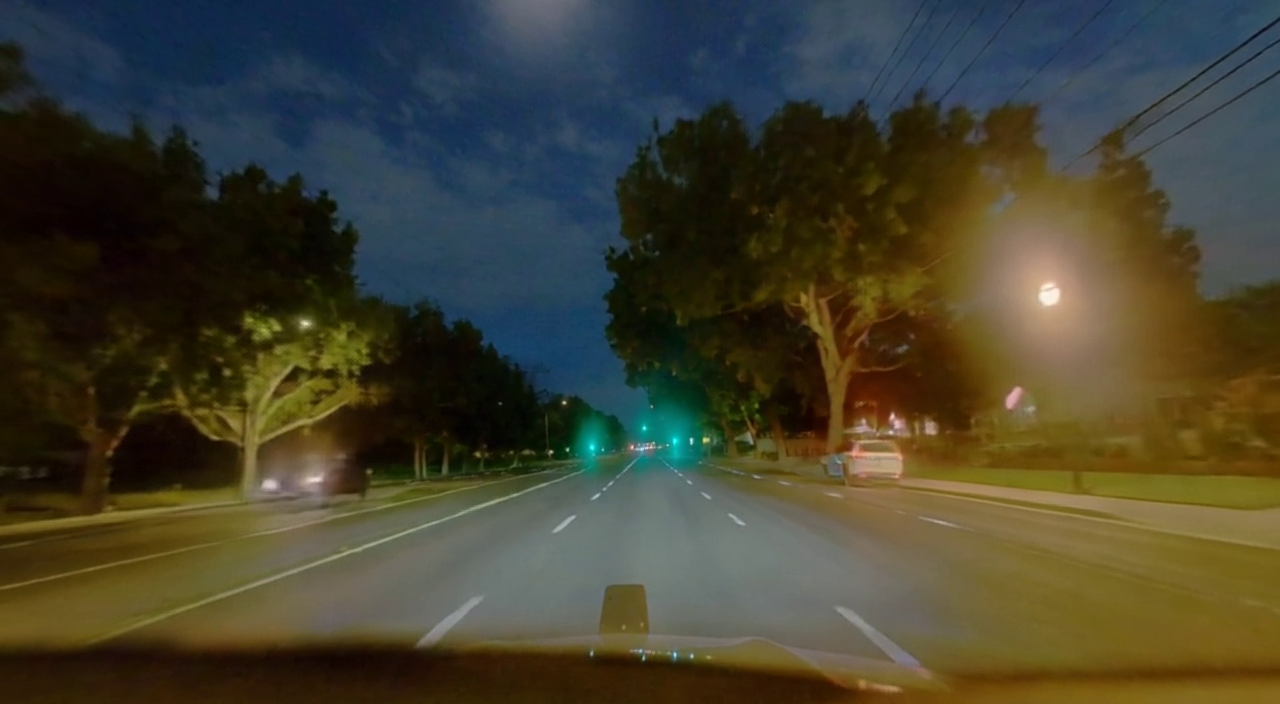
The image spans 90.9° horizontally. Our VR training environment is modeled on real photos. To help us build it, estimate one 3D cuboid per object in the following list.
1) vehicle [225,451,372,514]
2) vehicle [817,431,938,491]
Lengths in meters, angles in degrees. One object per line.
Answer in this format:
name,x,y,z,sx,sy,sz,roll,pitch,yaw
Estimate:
vehicle,-11.069,4.213,20.965,2.077,1.776,4.757,-1,-8,2
vehicle,7.848,3.640,21.449,2.200,1.783,4.682,0,-8,-1
